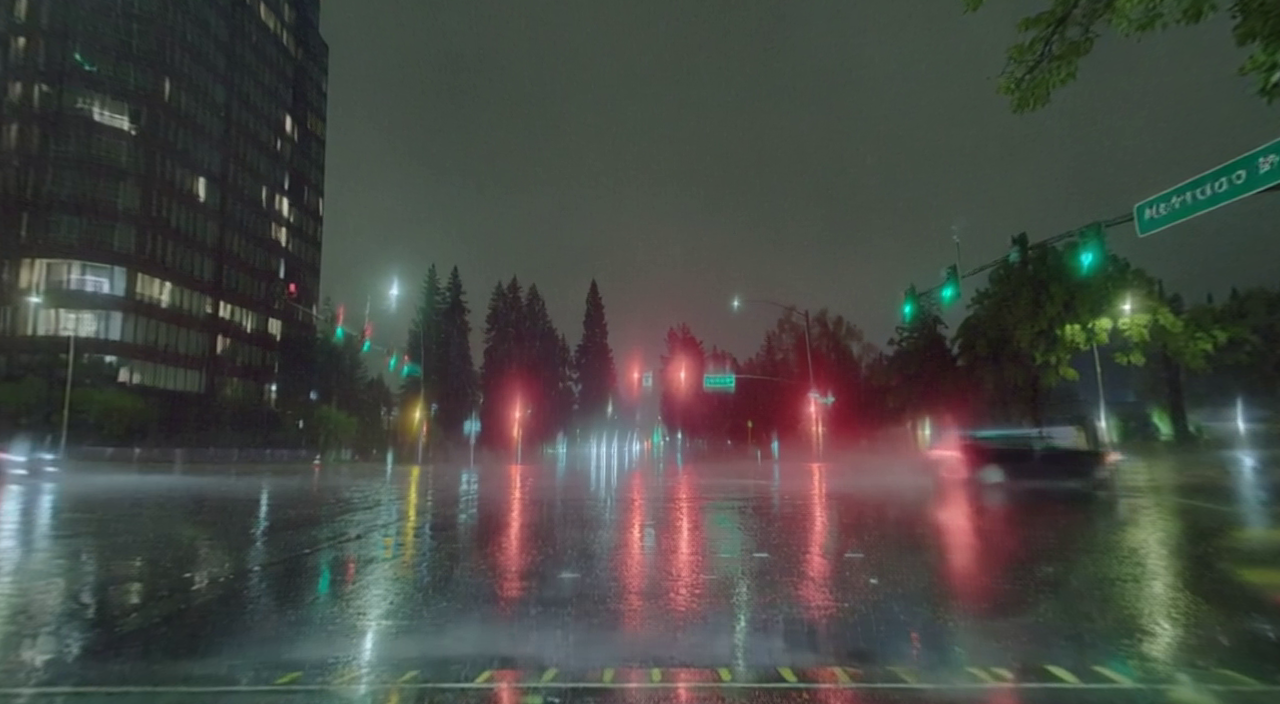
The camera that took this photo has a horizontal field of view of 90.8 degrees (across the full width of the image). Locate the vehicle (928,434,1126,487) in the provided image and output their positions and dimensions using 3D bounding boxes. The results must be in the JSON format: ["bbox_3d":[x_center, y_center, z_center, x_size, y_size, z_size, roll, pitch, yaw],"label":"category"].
[{"bbox_3d":[11.554,3.264,19.104,4.698,1.466,1.883,0,-9,0],"label":"vehicle"}]
